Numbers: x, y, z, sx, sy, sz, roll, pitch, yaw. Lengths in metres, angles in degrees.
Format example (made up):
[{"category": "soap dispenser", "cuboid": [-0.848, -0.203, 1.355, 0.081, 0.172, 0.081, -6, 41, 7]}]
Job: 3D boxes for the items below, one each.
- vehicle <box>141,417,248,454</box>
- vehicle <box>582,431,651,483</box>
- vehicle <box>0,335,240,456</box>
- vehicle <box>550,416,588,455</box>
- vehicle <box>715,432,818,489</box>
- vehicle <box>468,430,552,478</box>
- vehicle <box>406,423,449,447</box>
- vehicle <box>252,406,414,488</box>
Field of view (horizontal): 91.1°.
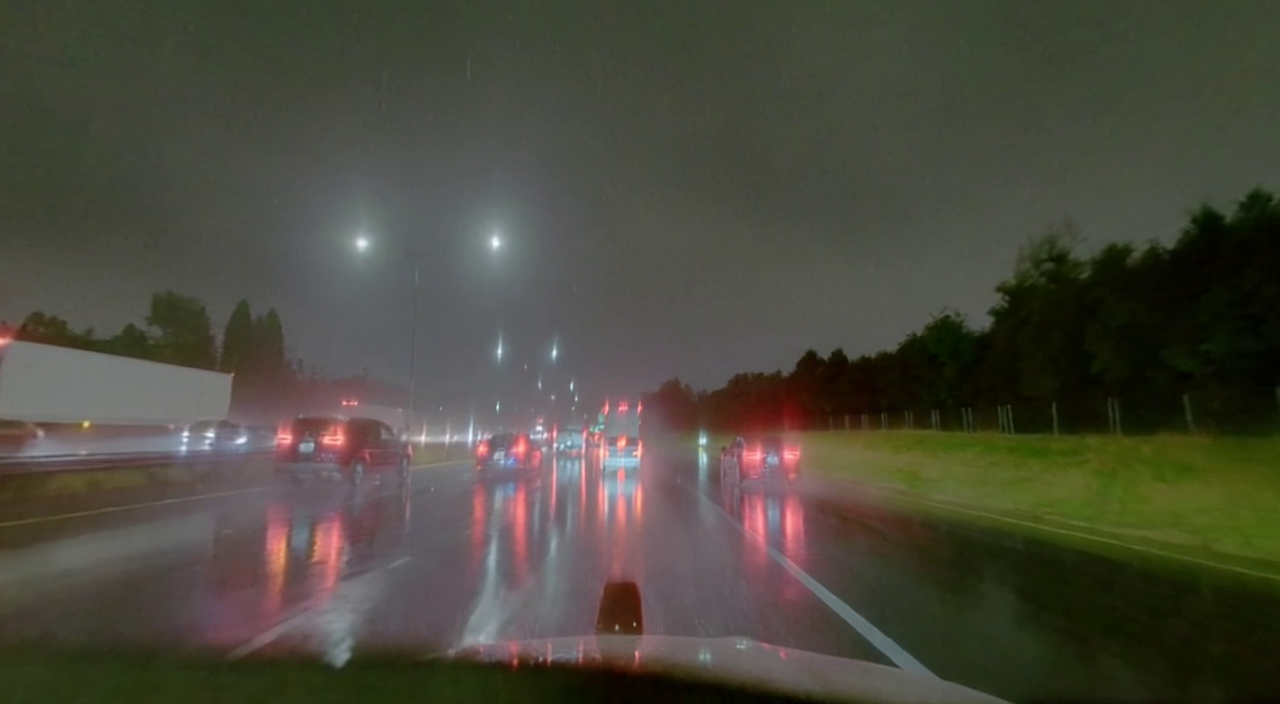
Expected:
[{"category": "vehicle", "cuboid": [-19.418, 3.664, 27.641, 1.873, 1.475, 4.034, 0, -8, -2]}, {"category": "vehicle", "cuboid": [-0.702, 3.254, 19.885, 1.980, 1.478, 3.758, 0, -8, -1]}, {"category": "vehicle", "cuboid": [-23.123, 2.303, 27.246, 2.881, 3.978, 14.159, 0, -8, -3]}, {"category": "vehicle", "cuboid": [-5.101, 6.084, 45.927, 2.303, 2.610, 6.579, 0, -8, -2]}, {"category": "vehicle", "cuboid": [3.592, 3.157, 18.753, 1.981, 1.474, 4.396, 0, -8, -3]}, {"category": "vehicle", "cuboid": [-4.444, 3.548, 22.245, 2.046, 1.493, 4.384, 0, -8, 0]}, {"category": "vehicle", "cuboid": [-16.337, 6.378, 48.484, 1.919, 1.761, 4.413, 0, -8, -2]}, {"category": "vehicle", "cuboid": [-8.192, 2.579, 17.394, 2.158, 1.943, 4.662, 0, -8, -1]}]
